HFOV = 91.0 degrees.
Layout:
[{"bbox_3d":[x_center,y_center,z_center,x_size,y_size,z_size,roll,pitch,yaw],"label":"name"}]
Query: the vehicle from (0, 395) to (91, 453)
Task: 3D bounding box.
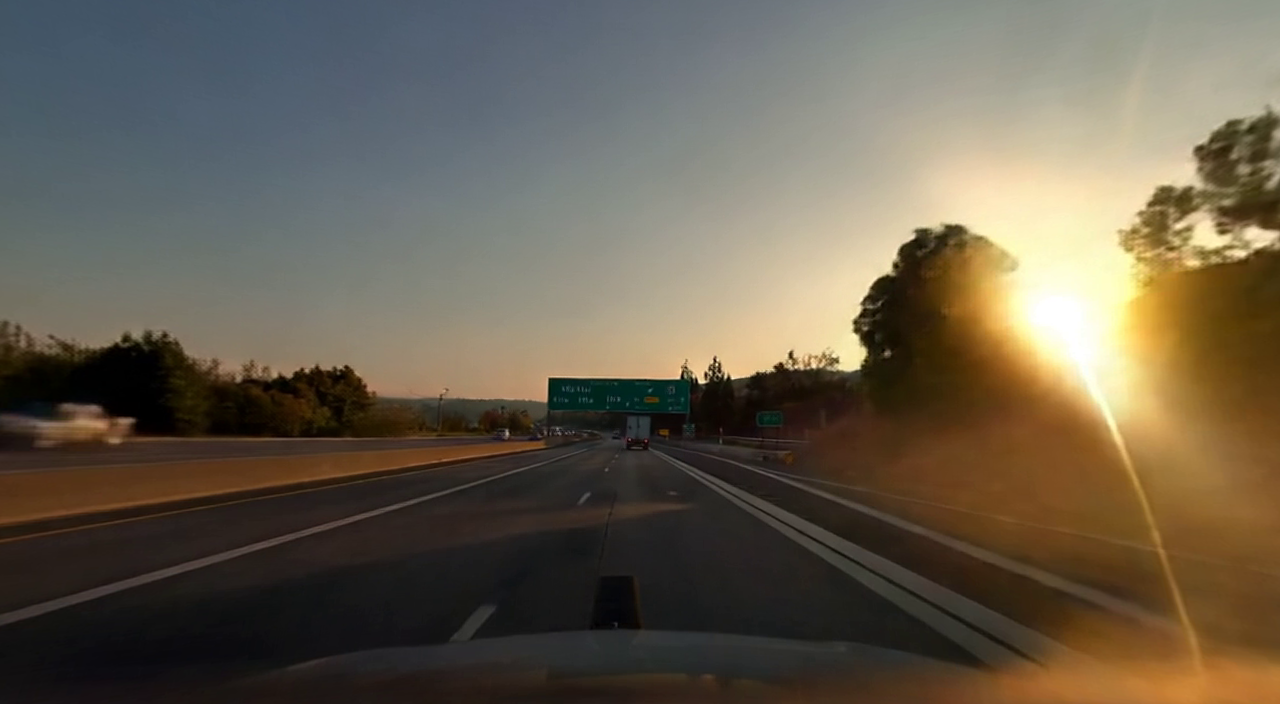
[{"bbox_3d":[-23.445,2.702,23.296,2.033,2.025,4.609,0,-8,-1],"label":"vehicle"}]
